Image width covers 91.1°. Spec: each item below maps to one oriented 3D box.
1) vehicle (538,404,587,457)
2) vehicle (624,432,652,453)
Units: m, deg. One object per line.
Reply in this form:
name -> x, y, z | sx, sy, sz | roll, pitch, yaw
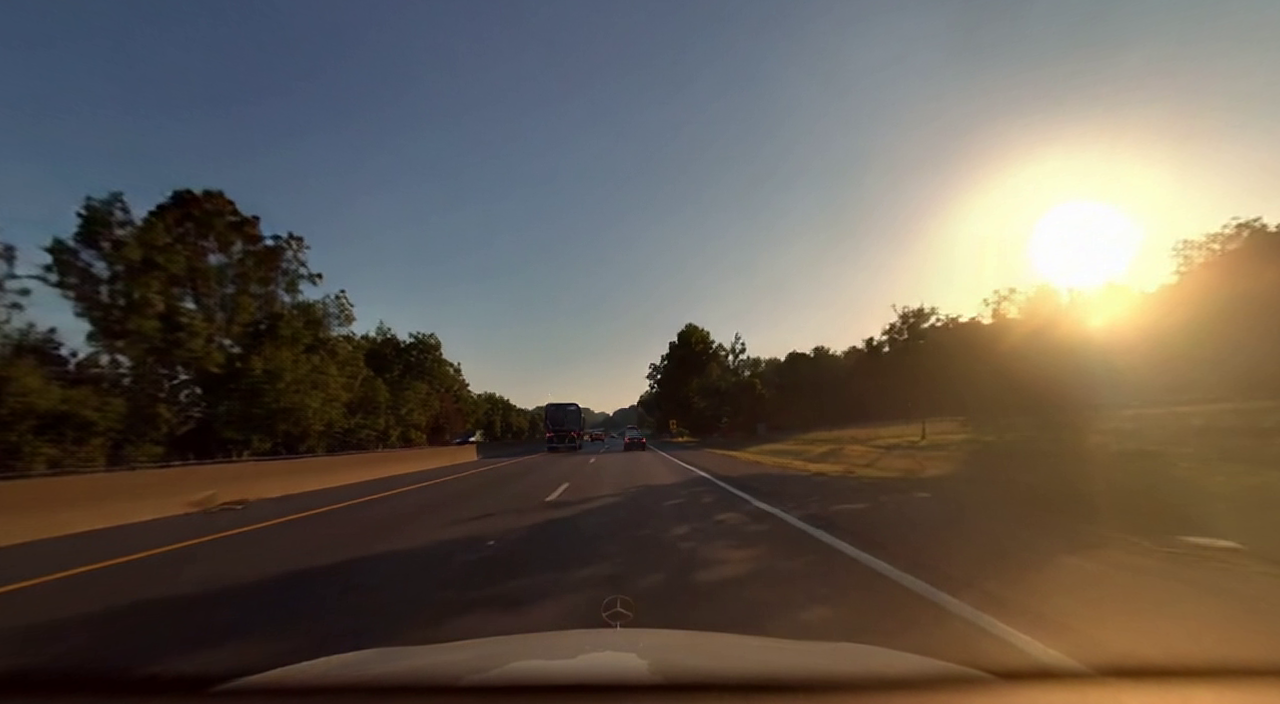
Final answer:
vehicle -> -4.842, 5.039, 40.302 | 2.450, 3.098, 6.965 | 0, -8, -2
vehicle -> -0.177, 6.667, 46.569 | 1.988, 1.472, 3.716 | 0, -8, -2
